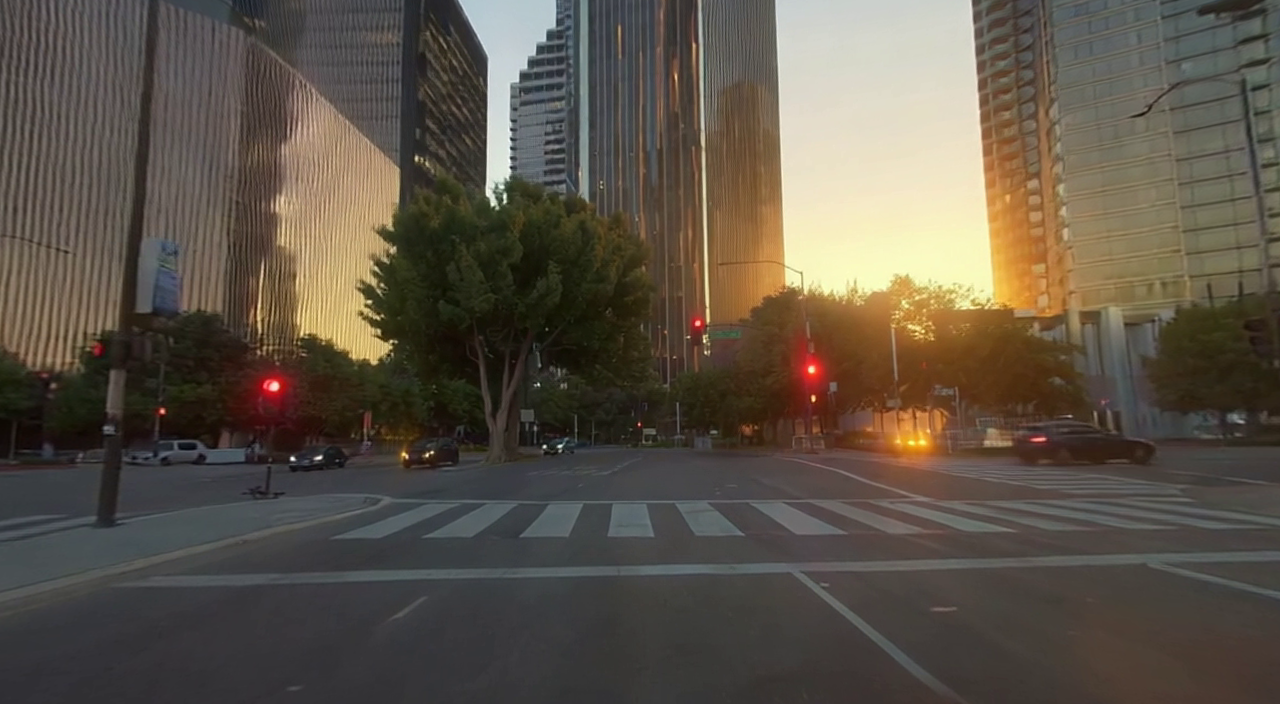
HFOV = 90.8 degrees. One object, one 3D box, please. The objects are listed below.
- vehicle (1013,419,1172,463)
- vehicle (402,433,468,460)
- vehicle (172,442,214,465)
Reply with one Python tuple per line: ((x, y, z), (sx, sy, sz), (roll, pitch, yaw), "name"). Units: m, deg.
((16.158, 3.199, 22.681), (4.482, 1.492, 1.805), (1, -9, -7), "vehicle")
((-12.389, 5.770, 38.567), (1.964, 1.476, 4.593), (-2, -9, 8), "vehicle")
((-35.060, 7.944, 49.650), (2.084, 1.750, 4.426), (4, -9, -28), "vehicle")
